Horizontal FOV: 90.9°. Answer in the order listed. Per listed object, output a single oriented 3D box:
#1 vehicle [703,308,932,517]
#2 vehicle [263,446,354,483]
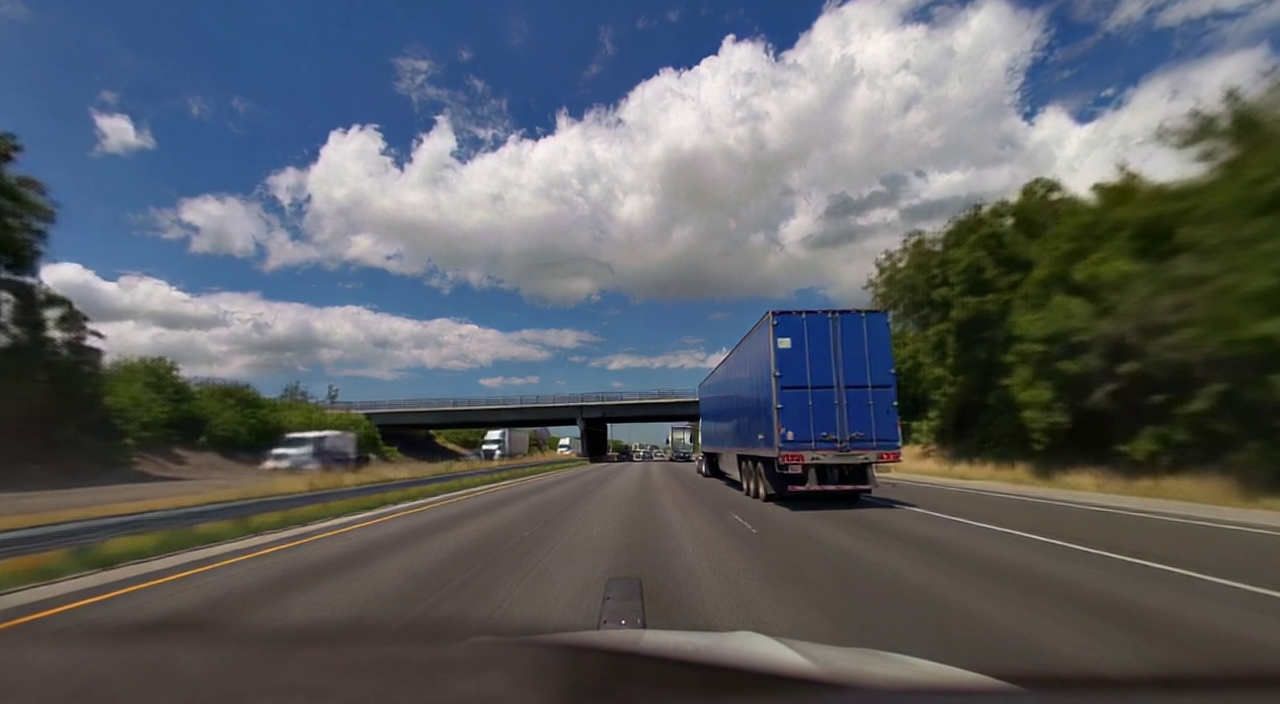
[{"bbox_3d":[4.110,2.229,19.307,2.825,4.054,14.210,0,-9,0],"label":"vehicle"},{"bbox_3d":[-14.294,4.838,27.422,1.775,1.475,3.888,0,-9,0],"label":"vehicle"}]
